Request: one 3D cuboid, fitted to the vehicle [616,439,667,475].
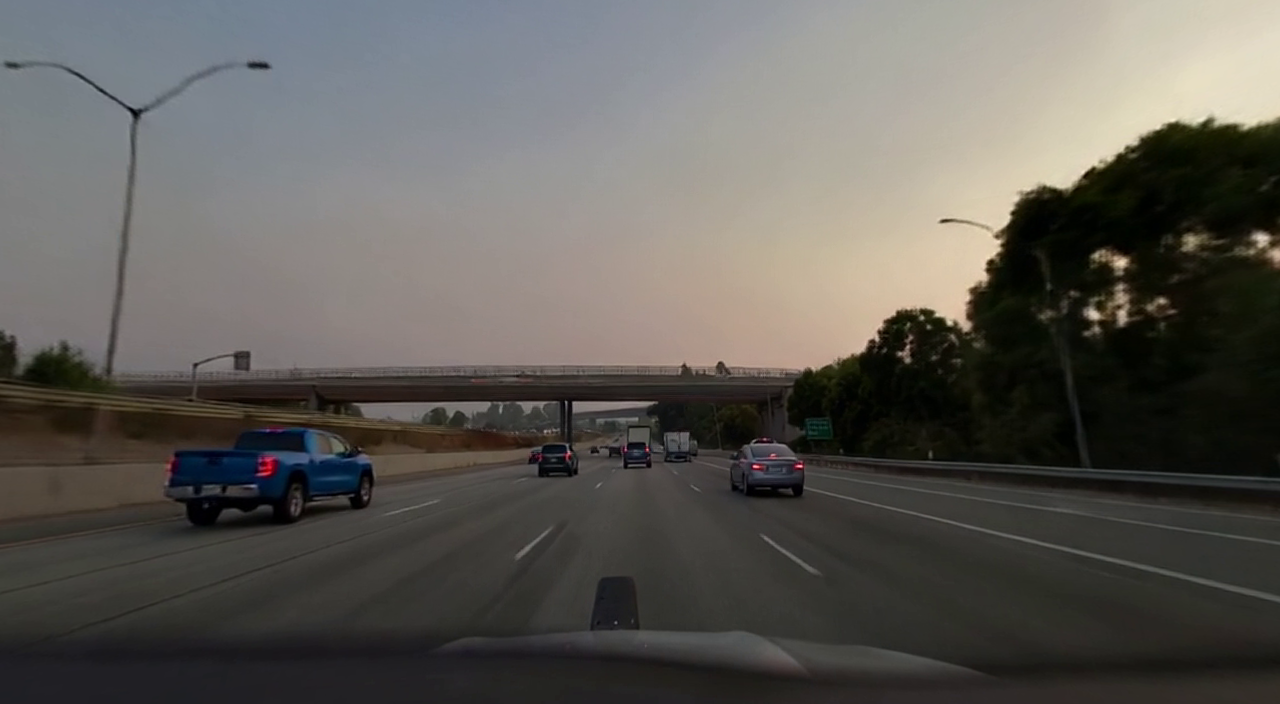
[{"bbox_3d":[0.051,5.777,34.913,2.572,1.837,5.693,0,-9,0],"label":"vehicle"}]

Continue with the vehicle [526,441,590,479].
[{"bbox_3d":[-3.939,5.297,31.278,2.535,1.715,5.030,0,-9,0],"label":"vehicle"}]

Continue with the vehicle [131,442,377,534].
[{"bbox_3d":[-7.131,2.534,12.430,1.947,1.444,4.595,0,-9,0],"label":"vehicle"}]

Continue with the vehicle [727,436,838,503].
[{"bbox_3d":[3.885,3.286,18.007,2.119,1.653,4.000,0,-9,-1],"label":"vehicle"}]
